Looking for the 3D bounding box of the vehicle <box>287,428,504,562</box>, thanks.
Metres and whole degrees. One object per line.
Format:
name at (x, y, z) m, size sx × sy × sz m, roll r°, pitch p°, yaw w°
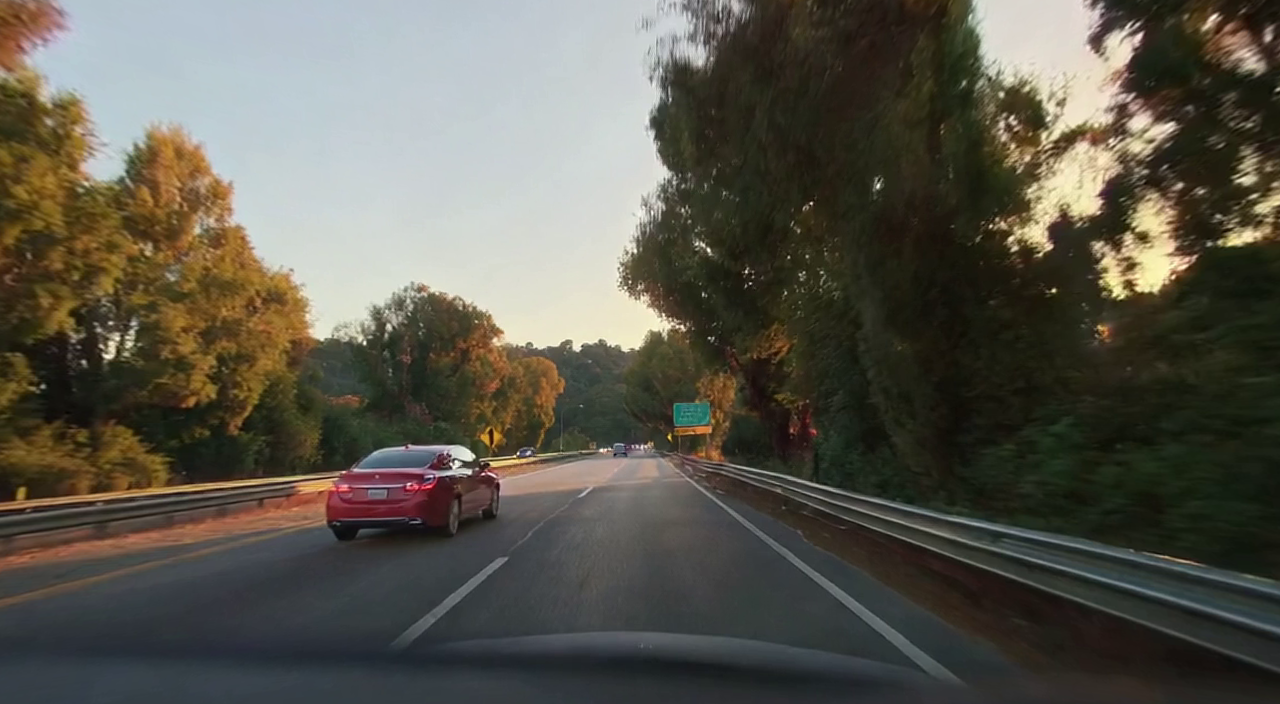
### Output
vehicle at (-3.231, 1.941, 9.167) m, size 1.675 × 1.537 × 3.574 m, roll 0°, pitch -9°, yaw 1°
